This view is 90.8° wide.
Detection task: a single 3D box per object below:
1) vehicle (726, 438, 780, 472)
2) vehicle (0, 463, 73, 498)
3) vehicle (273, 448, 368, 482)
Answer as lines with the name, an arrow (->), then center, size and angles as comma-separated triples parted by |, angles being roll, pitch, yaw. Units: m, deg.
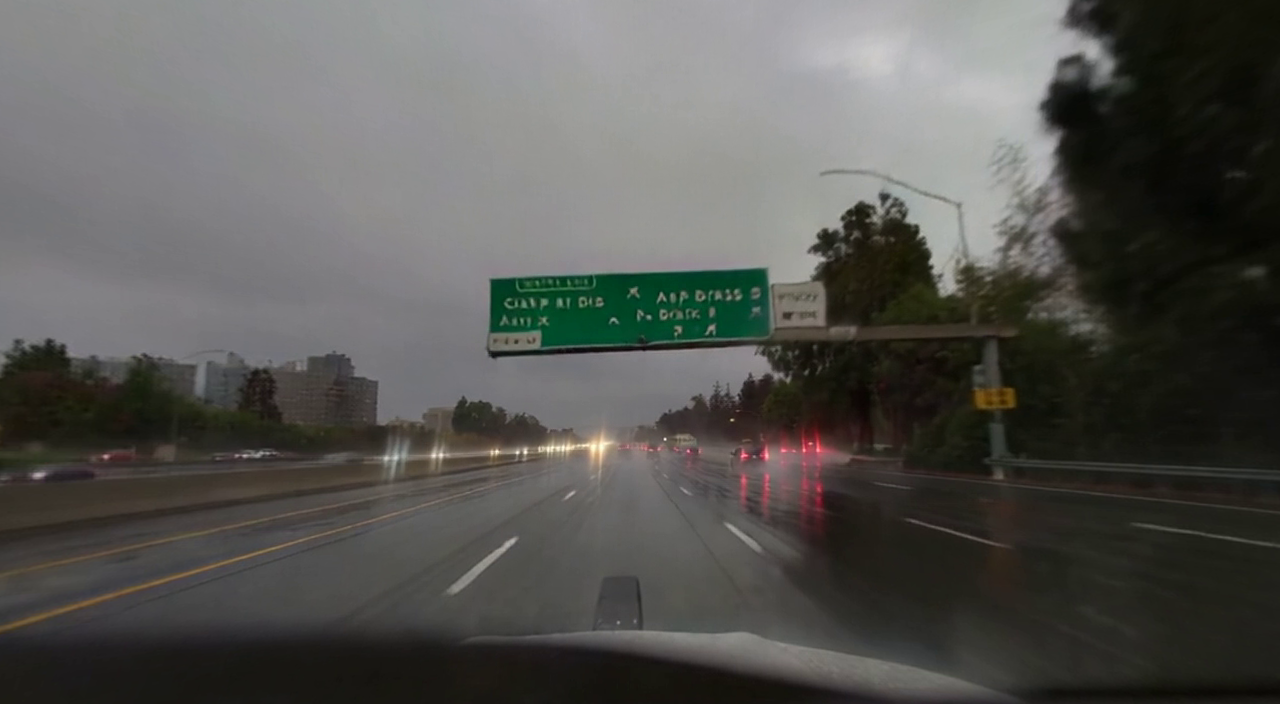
vehicle -> 6.092, 5.600, 34.486 | 2.030, 1.706, 4.279 | 0, -8, -2
vehicle -> -31.214, 6.327, 31.273 | 1.849, 1.529, 4.869 | 0, -8, -2
vehicle -> -15.778, 5.590, 31.562 | 2.129, 1.515, 5.071 | 0, -8, -1
